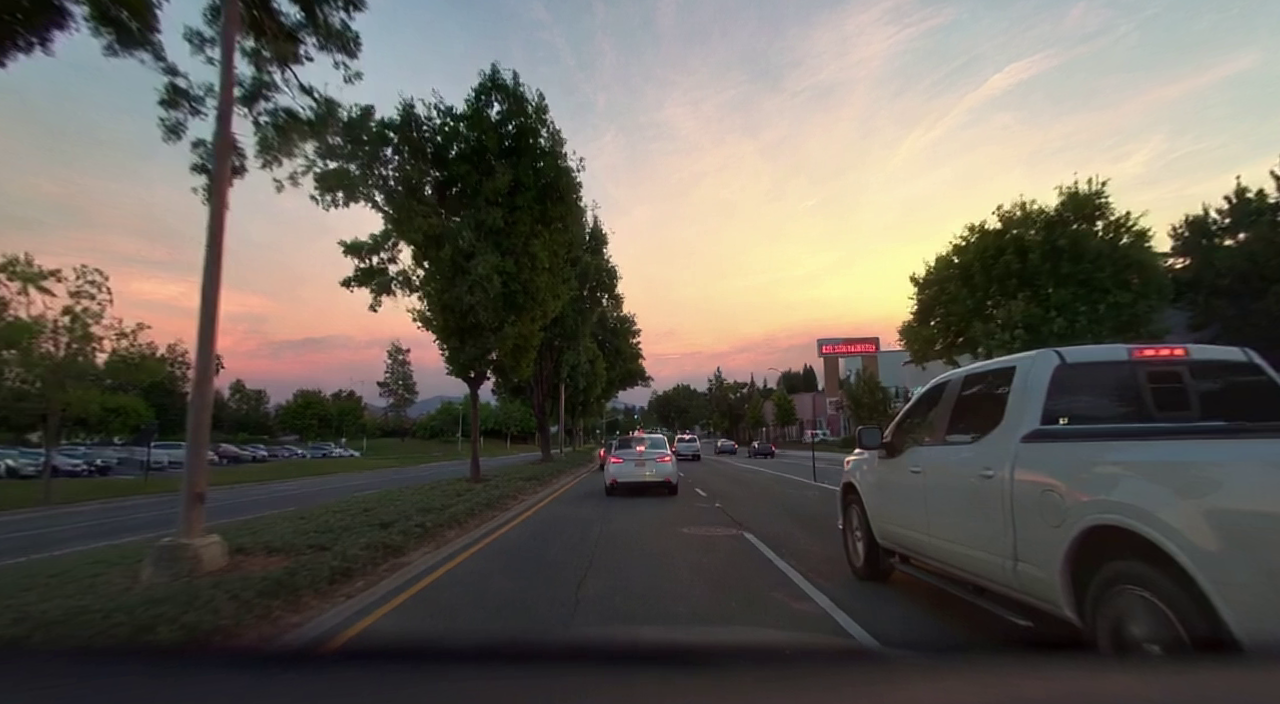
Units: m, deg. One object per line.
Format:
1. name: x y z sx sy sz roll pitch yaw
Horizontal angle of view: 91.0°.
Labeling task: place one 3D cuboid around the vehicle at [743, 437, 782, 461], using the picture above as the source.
1. vehicle: 8.730 6.943 45.120 2.091 1.612 4.121 0 -8 2

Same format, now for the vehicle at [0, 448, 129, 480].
1. vehicle: -27.869 5.401 30.441 4.578 1.446 1.899 0 -9 -1

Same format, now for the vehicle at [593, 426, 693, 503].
1. vehicle: 0.044 2.740 15.699 2.145 1.650 4.021 0 -8 -1

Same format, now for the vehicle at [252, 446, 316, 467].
1. vehicle: -28.260 8.320 49.991 3.894 1.527 1.872 -1 -10 -1

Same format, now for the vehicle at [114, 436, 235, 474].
1. vehicle: -32.363 7.210 44.264 2.664 2.215 7.903 -4 -9 -1

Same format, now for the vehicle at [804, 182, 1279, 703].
1. vehicle: 3.299 0.857 4.068 2.731 2.101 6.047 0 -8 -1
